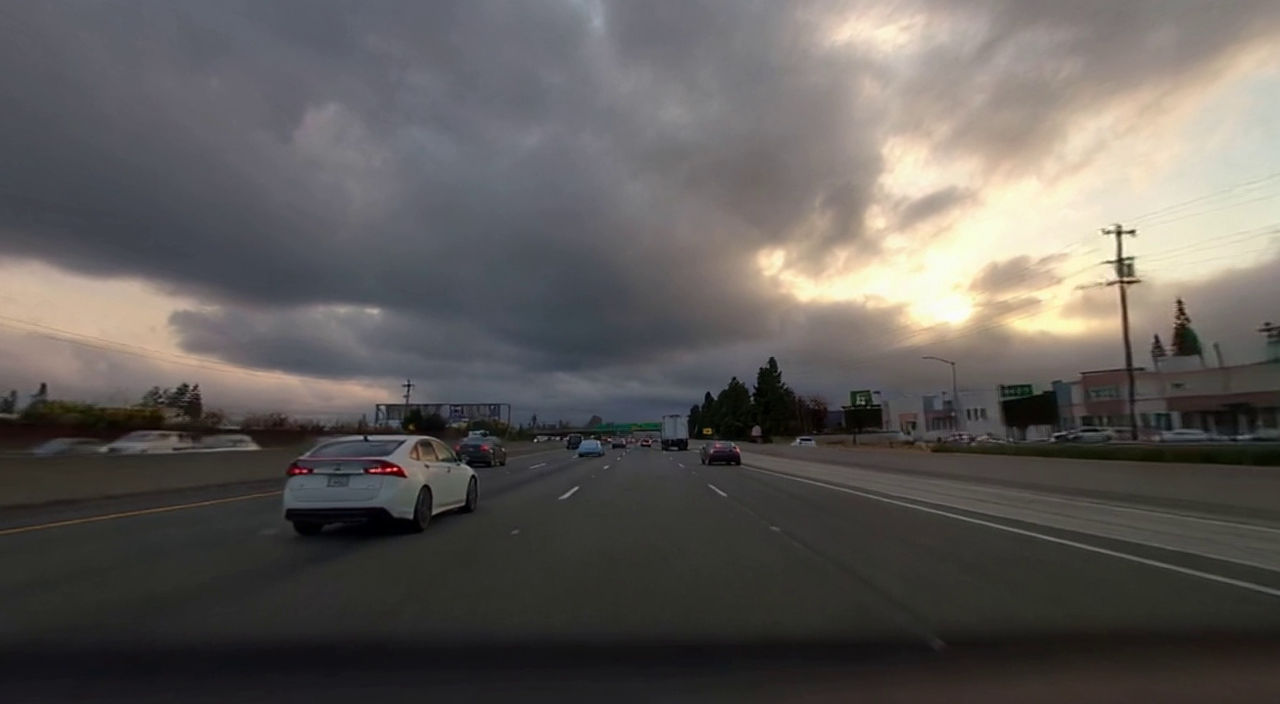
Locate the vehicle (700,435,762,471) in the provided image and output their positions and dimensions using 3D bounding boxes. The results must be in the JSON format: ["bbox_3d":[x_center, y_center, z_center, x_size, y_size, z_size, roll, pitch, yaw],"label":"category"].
[{"bbox_3d":[4.116,4.664,29.238,2.135,1.532,4.506,0,-9,-1],"label":"vehicle"}]

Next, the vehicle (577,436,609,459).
[{"bbox_3d":[-3.338,6.890,45.483,2.001,1.577,4.055,0,-9,0],"label":"vehicle"}]

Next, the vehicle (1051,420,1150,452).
[{"bbox_3d":[35.897,6.575,49.190,5.729,2.378,2.285,0,-9,2],"label":"vehicle"}]

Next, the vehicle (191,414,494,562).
[{"bbox_3d":[-3.581,1.731,8.698,2.008,1.504,4.264,0,-9,1],"label":"vehicle"}]
